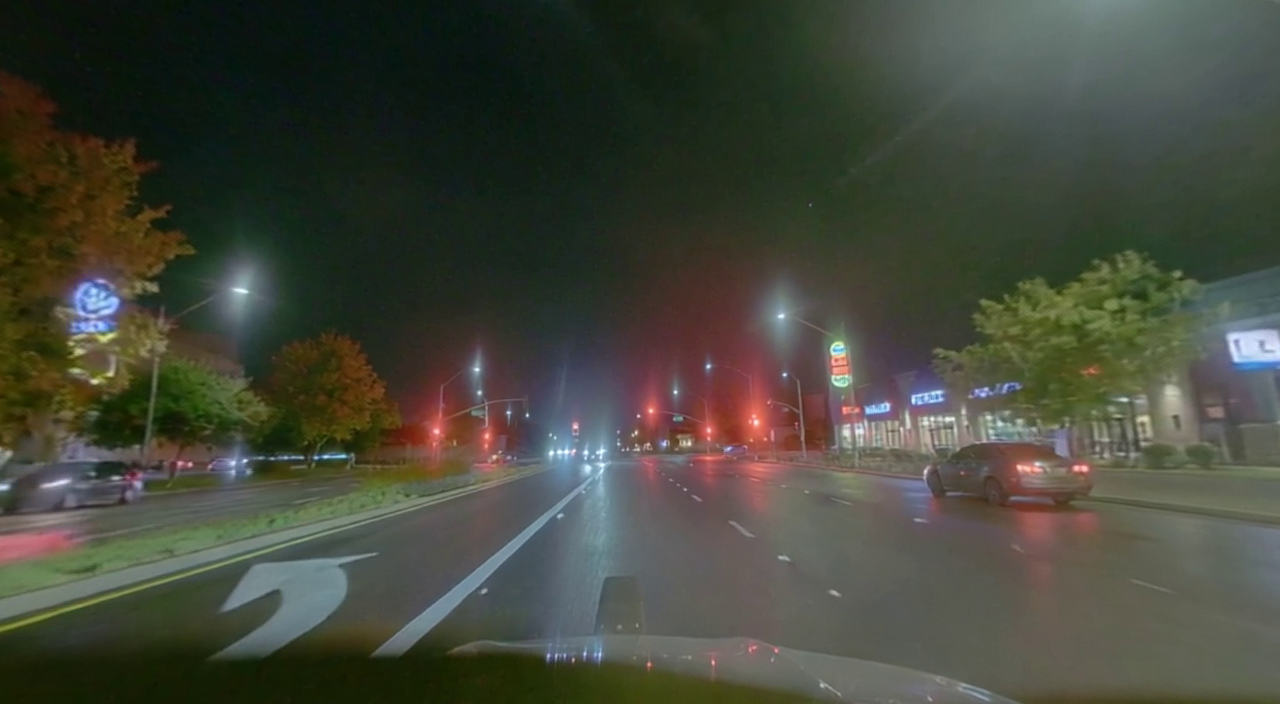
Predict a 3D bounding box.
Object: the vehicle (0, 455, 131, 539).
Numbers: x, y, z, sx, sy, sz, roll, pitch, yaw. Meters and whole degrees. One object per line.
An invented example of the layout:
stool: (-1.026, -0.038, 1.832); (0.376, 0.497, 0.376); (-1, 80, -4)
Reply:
vehicle: (-12.851, 3.133, 14.344); (1.857, 1.494, 4.523); (6, -11, -38)

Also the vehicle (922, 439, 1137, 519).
vehicle: (8.193, 2.676, 13.880); (1.936, 1.460, 4.258); (0, -8, -1)
